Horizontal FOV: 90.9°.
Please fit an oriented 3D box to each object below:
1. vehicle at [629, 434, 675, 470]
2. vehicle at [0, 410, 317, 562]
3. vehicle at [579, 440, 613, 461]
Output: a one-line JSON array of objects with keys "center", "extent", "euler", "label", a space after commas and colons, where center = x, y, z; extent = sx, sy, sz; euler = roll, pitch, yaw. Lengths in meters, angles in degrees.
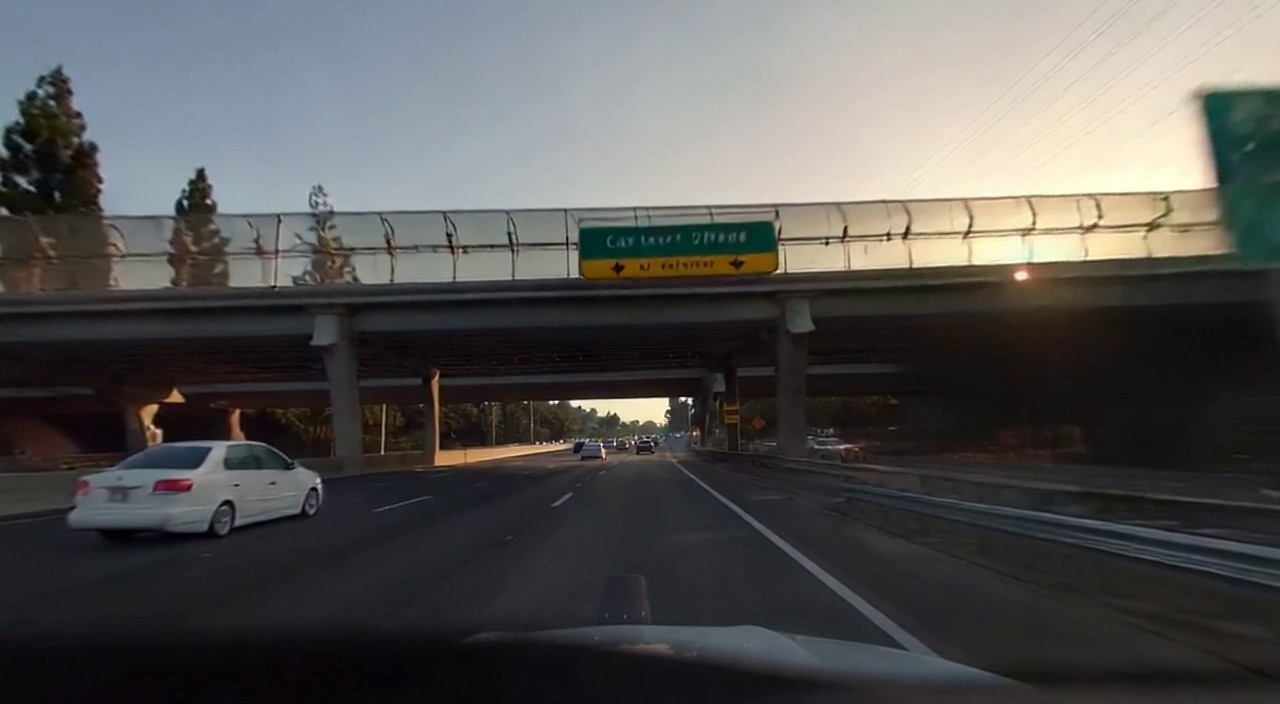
[{"center": [0.587, 4.996, 31.660], "extent": [2.152, 1.697, 4.066], "euler": [0, -8, 0], "label": "vehicle"}, {"center": [-7.298, 1.898, 9.742], "extent": [2.090, 1.765, 4.612], "euler": [0, -8, 1], "label": "vehicle"}, {"center": [-3.161, 7.153, 45.980], "extent": [2.056, 1.464, 4.564], "euler": [0, -8, 1], "label": "vehicle"}]
